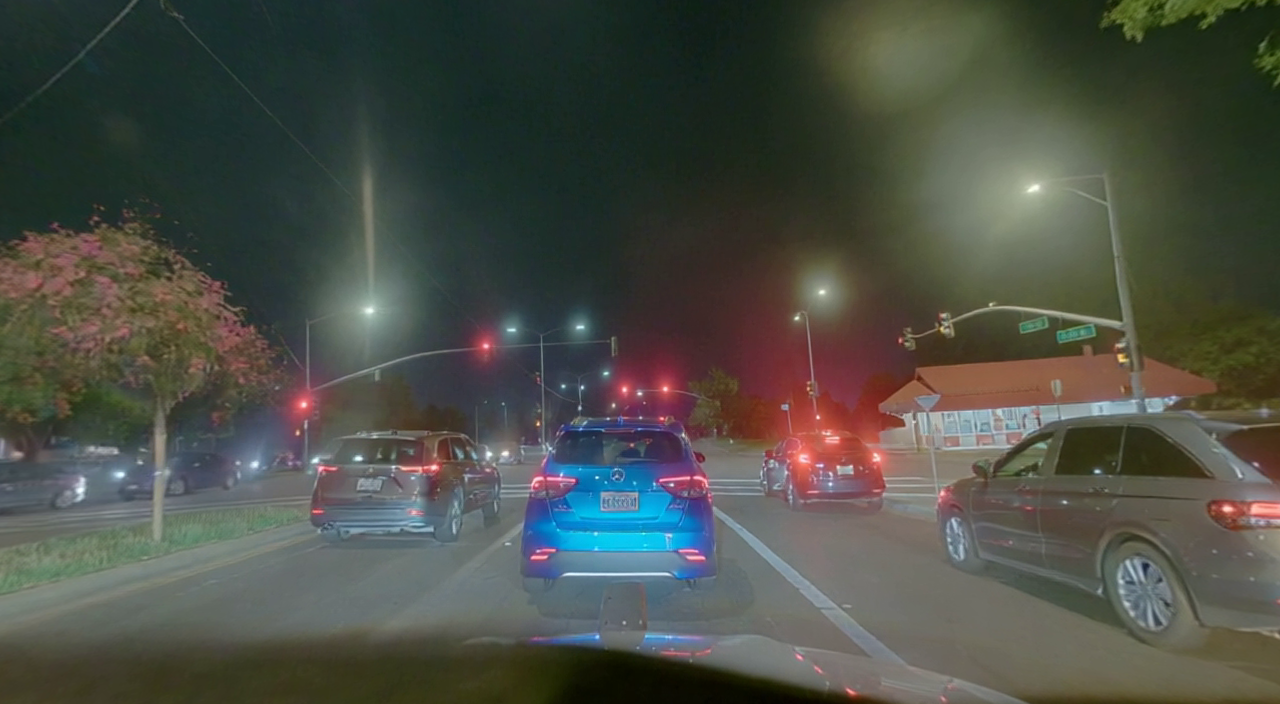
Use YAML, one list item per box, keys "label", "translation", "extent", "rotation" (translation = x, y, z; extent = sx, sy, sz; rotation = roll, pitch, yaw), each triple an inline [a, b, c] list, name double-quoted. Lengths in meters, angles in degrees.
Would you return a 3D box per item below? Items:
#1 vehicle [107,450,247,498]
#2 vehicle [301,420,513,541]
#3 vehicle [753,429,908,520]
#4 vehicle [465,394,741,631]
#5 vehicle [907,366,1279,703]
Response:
- label: "vehicle"
  translation: [-15.741, 4.133, 21.728]
  extent: [1.774, 1.468, 3.863]
  rotation: [0, -8, 1]
- label: "vehicle"
  translation: [-3.759, 2.148, 11.172]
  extent: [2.012, 1.701, 4.316]
  rotation: [0, -8, 1]
- label: "vehicle"
  translation: [3.677, 2.428, 12.968]
  extent: [1.847, 1.554, 3.885]
  rotation: [0, -8, -2]
- label: "vehicle"
  translation: [-0.152, 1.470, 6.727]
  extent: [2.022, 1.700, 4.084]
  rotation: [0, -8, 4]
- label: "vehicle"
  translation: [4.156, 1.264, 5.389]
  extent: [2.014, 1.740, 4.515]
  rotation: [0, -8, 4]
